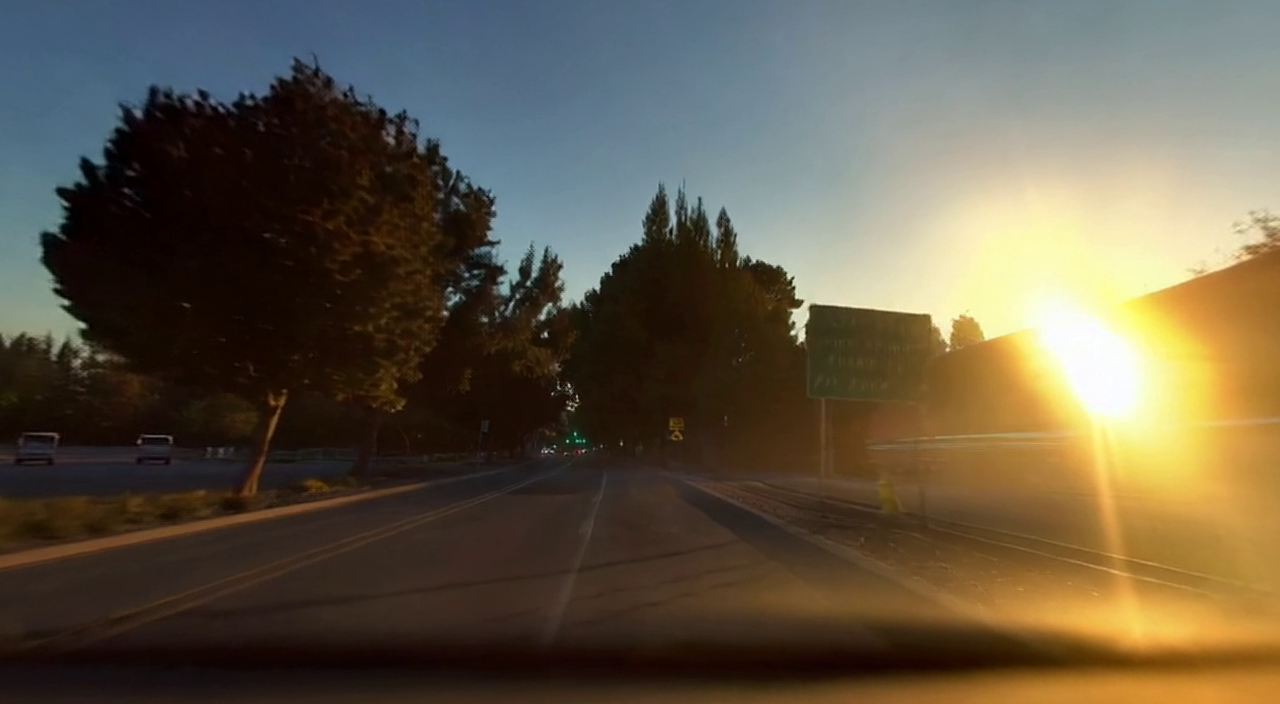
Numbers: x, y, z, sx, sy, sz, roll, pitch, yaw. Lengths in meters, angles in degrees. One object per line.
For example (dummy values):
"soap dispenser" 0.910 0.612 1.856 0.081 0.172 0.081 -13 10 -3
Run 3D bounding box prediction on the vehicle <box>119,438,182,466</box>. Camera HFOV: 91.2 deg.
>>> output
"vehicle" -28.326 5.803 36.220 3.733 1.499 1.704 -7 -11 34
